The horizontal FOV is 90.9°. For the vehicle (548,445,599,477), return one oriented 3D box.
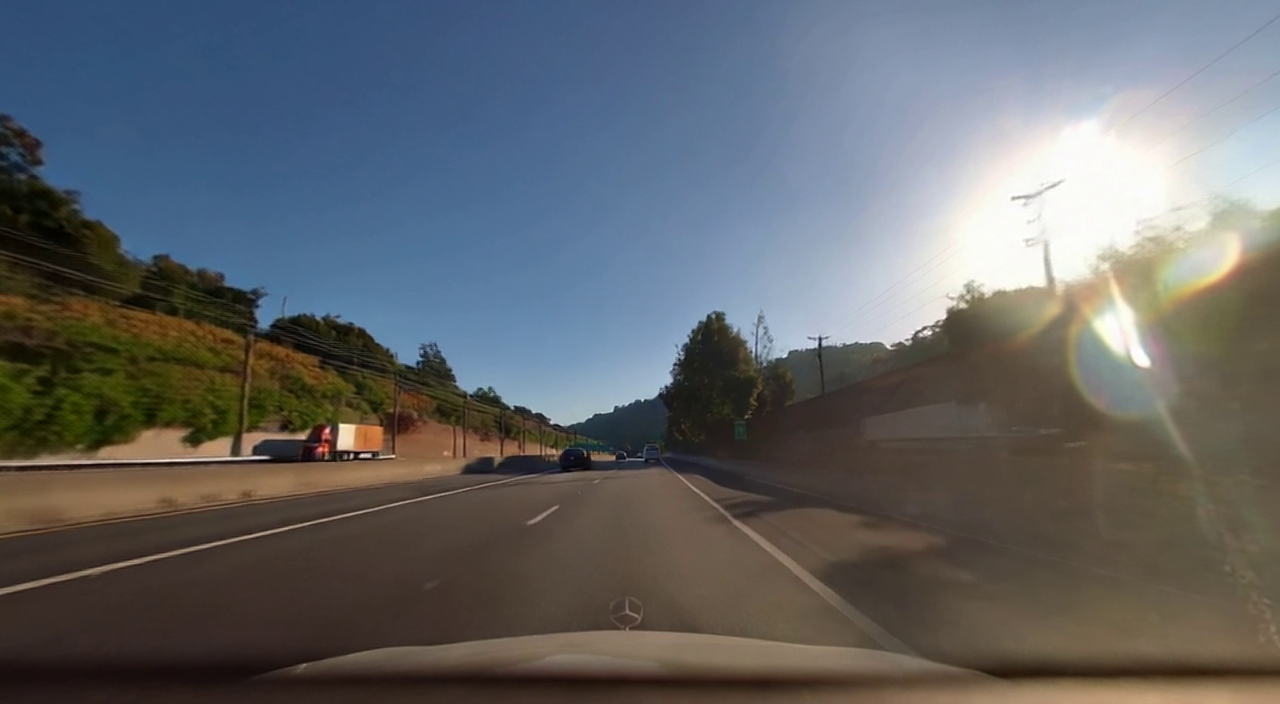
[{"bbox_3d":[-3.630,6.079,35.409,2.263,1.696,4.321,0,-9,2],"label":"vehicle"}]
